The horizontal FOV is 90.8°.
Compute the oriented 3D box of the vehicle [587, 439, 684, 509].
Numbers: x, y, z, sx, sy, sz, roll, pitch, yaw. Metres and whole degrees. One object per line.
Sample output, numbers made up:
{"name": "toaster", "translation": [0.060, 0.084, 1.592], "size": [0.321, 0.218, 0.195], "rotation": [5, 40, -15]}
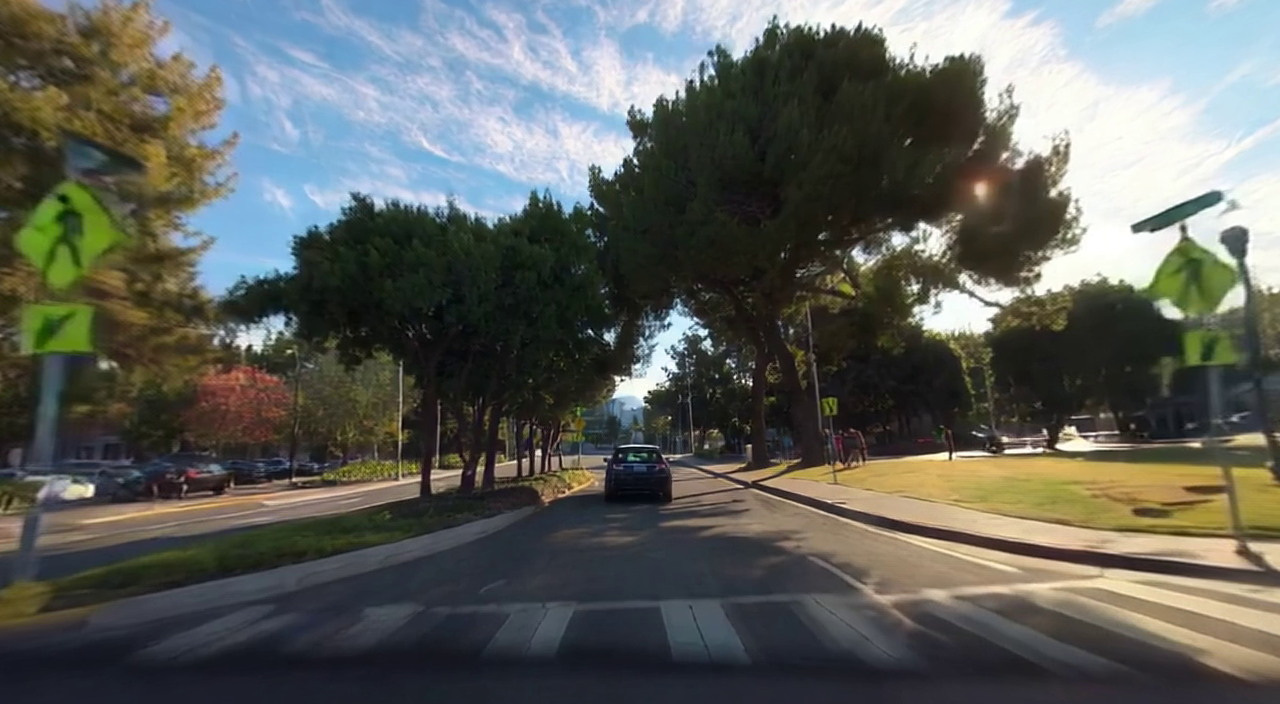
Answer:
{"name": "vehicle", "translation": [-0.161, 3.137, 16.715], "size": [2.221, 1.570, 4.398], "rotation": [0, -9, -2]}

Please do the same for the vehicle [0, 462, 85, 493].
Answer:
{"name": "vehicle", "translation": [-35.548, 7.286, 36.655], "size": [4.466, 1.619, 2.319], "rotation": [0, -8, -1]}

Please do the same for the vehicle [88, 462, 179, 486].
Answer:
{"name": "vehicle", "translation": [-35.375, 8.546, 44.246], "size": [4.500, 1.542, 2.155], "rotation": [0, -9, 0]}

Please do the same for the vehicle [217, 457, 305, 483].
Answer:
{"name": "vehicle", "translation": [-22.976, 7.158, 38.425], "size": [4.038, 1.531, 2.015], "rotation": [0, -9, -3]}
